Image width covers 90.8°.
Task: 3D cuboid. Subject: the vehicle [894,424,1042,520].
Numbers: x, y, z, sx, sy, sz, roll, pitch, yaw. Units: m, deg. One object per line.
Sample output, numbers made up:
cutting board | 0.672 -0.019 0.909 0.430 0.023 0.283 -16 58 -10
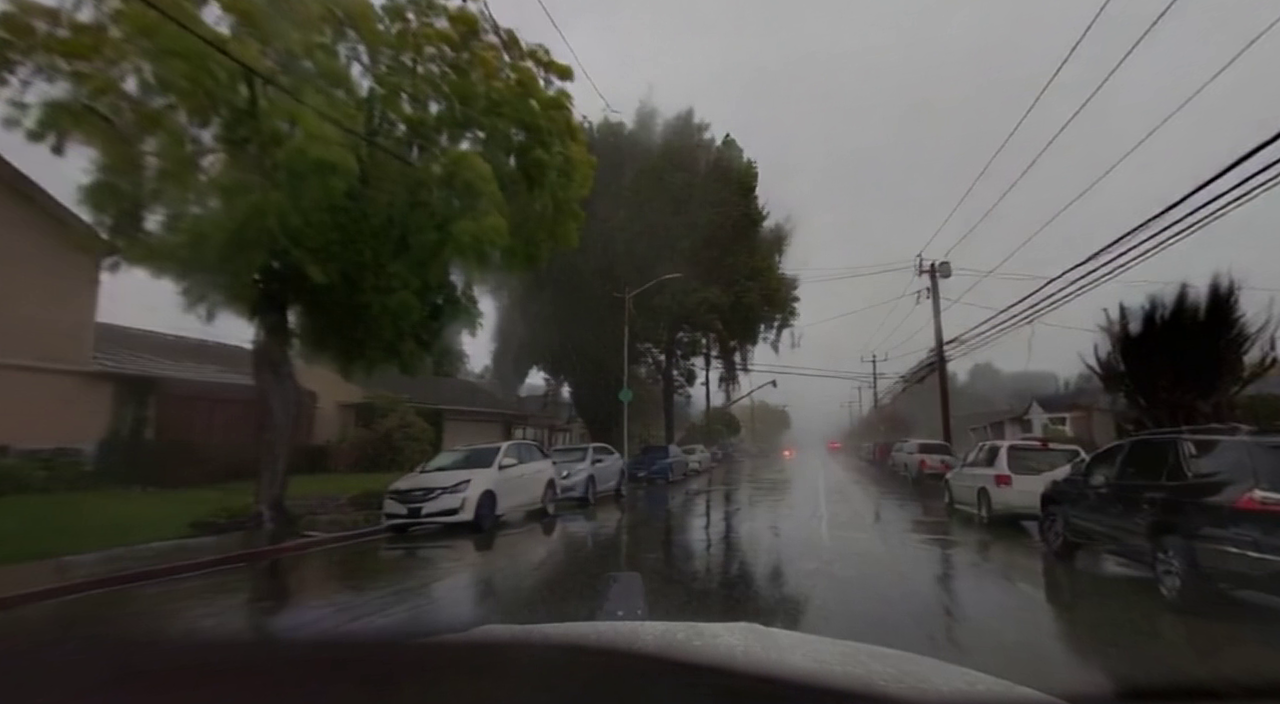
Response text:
vehicle | 8.354 3.044 16.751 2.237 2.071 5.332 -2 -9 14

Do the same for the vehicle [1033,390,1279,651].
vehicle | 5.893 1.568 6.118 2.055 1.763 5.134 3 -9 14

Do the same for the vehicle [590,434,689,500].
vehicle | 0.135 3.742 21.129 2.034 1.923 4.713 -3 -9 17

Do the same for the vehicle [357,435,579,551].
vehicle | -2.825 2.407 11.664 1.909 1.675 4.442 -2 -9 15
